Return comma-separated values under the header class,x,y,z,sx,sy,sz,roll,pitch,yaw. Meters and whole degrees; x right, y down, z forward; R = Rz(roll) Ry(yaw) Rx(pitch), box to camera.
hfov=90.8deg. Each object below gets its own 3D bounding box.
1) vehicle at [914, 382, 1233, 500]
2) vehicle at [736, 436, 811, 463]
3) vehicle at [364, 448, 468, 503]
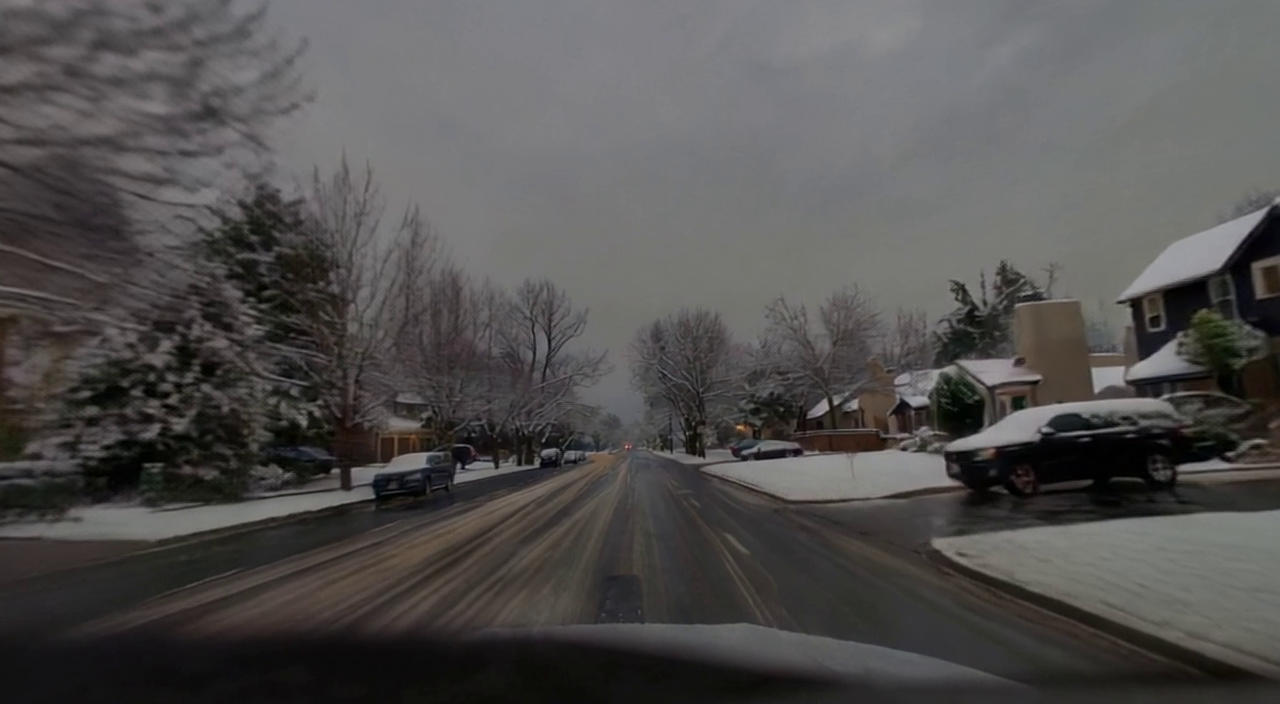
class,x,y,z,sx,sy,sz,roll,pitch,yaw
vehicle,9.035,1.910,13.580,5.221,1.958,1.992,-4,-9,0
vehicle,8.925,6.565,42.545,4.535,1.697,1.968,0,-9,-1
vehicle,-7.581,4.216,21.901,1.973,1.500,4.781,-5,-9,-2
